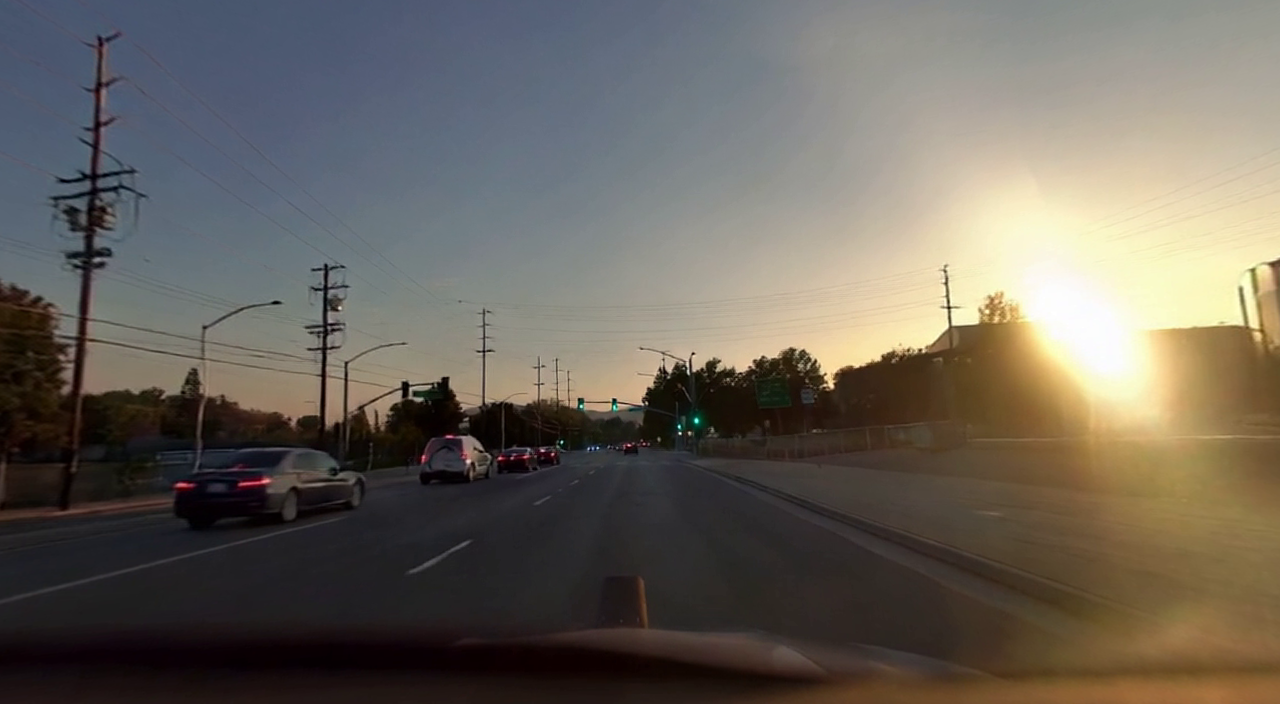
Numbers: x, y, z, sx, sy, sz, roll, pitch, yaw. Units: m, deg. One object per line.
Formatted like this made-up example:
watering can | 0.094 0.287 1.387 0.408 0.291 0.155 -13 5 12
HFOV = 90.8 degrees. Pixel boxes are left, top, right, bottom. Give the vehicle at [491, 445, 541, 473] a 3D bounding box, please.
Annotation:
vehicle | -6.978 6.037 35.961 1.854 1.481 4.518 -1 -8 1

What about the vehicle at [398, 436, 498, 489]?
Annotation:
vehicle | -7.013 4.083 23.728 2.101 1.768 5.040 0 -8 1

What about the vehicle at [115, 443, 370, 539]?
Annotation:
vehicle | -7.083 2.473 11.990 2.008 1.456 4.409 0 -8 -1
